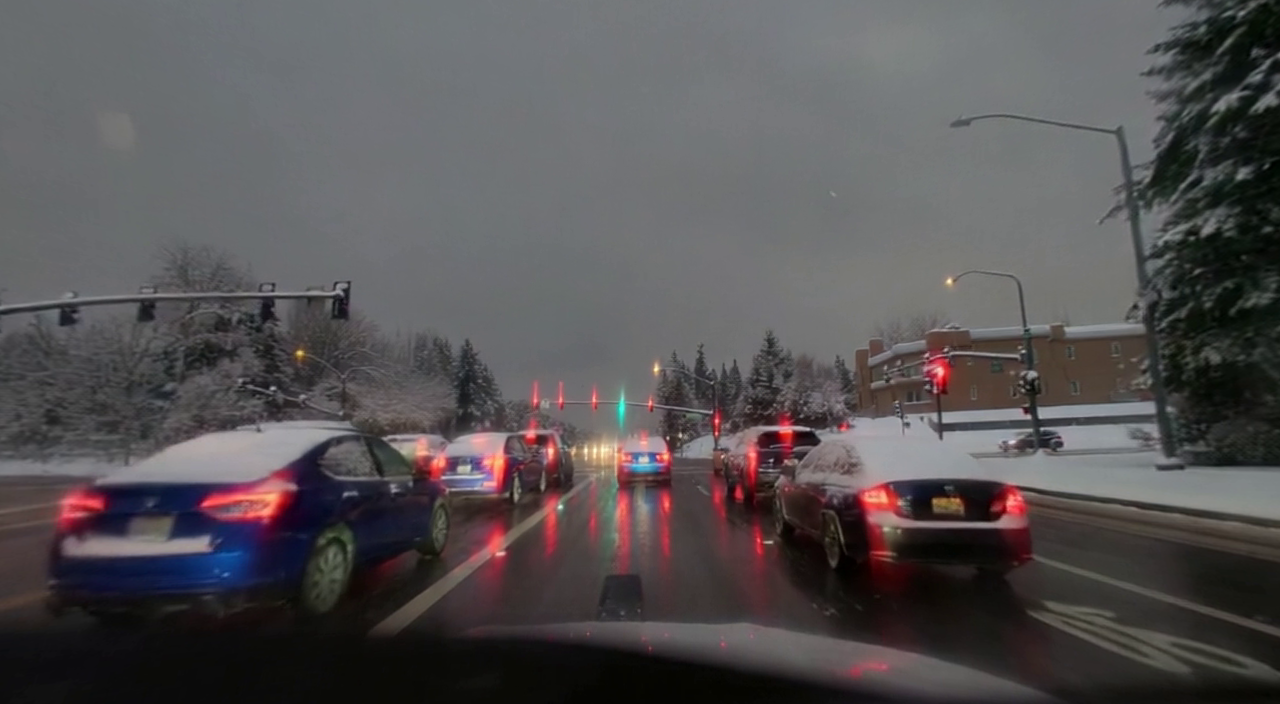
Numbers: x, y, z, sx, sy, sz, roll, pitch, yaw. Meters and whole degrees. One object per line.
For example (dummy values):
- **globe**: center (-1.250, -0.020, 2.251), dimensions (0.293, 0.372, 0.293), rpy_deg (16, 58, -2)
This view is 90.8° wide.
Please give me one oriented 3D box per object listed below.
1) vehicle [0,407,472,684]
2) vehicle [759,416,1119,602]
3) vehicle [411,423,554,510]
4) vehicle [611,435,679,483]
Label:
- **vehicle**: center (-3.226, 1.388, 5.725), dimensions (2.139, 1.478, 4.510), rpy_deg (0, -9, 0)
- **vehicle**: center (2.837, 1.609, 7.401), dimensions (2.002, 1.474, 4.528), rpy_deg (0, -9, 0)
- **vehicle**: center (-3.351, 2.561, 14.519), dimensions (2.034, 1.655, 4.465), rpy_deg (0, -9, 1)
- **vehicle**: center (0.135, 3.674, 21.884), dimensions (2.114, 1.482, 4.056), rpy_deg (0, -9, -1)
